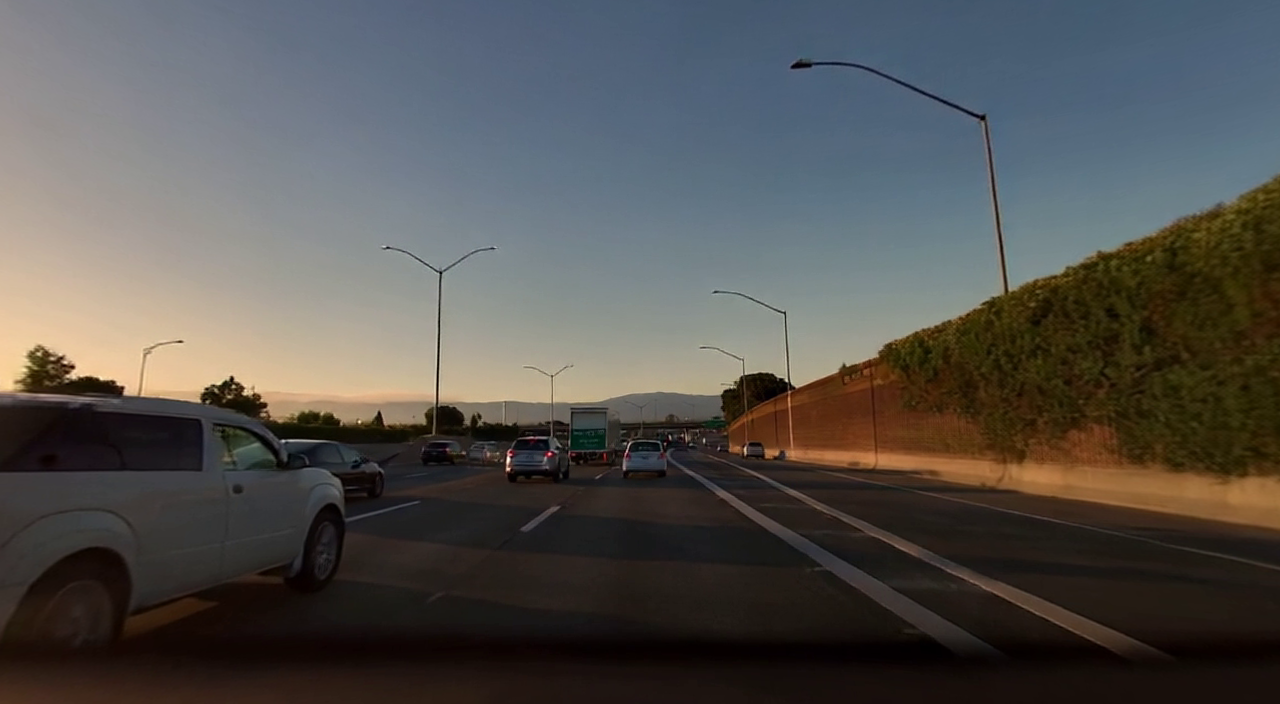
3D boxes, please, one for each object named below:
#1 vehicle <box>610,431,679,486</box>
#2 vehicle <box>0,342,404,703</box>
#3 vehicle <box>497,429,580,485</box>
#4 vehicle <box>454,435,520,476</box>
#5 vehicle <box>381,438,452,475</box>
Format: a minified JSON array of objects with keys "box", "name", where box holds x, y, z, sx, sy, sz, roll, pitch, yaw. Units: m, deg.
[{"box":[0.147,3.649,21.956,2.180,1.716,3.920,0,-8,0],"name":"vehicle"},{"box":[-3.483,1.079,4.061,2.209,1.711,4.296,0,-8,1],"name":"vehicle"},{"box":[-3.513,3.755,22.800,2.125,1.792,4.466,0,-8,2],"name":"vehicle"},{"box":[-7.025,4.809,29.485,1.998,1.770,4.222,0,-8,0],"name":"vehicle"},{"box":[-10.921,5.136,31.119,1.894,1.669,4.251,0,-8,0],"name":"vehicle"}]
